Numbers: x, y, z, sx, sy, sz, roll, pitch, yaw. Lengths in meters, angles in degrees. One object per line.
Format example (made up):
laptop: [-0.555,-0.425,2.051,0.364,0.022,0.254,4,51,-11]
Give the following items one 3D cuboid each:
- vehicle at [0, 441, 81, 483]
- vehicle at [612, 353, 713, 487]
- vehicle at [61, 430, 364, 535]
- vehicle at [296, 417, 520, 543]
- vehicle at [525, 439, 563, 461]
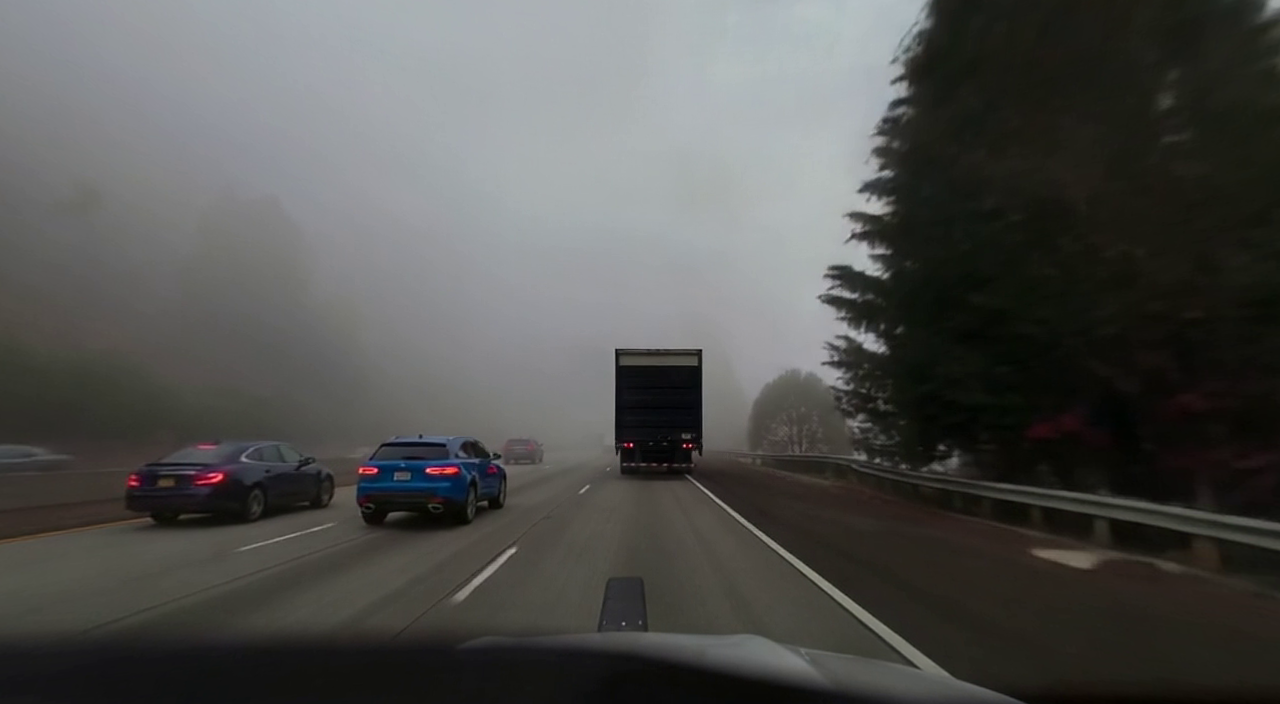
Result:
vehicle: [-24.701,4.239,24.423,1.851,1.560,4.519,0,-8,1]
vehicle: [0.676,2.722,23.462,2.870,3.841,10.653,0,-8,0]
vehicle: [-7.243,2.244,11.557,2.063,1.480,4.842,0,-8,2]
vehicle: [-3.514,2.030,10.611,2.077,1.671,4.249,0,-8,1]
vehicle: [-6.681,6.875,44.435,1.882,1.451,4.416,0,-8,1]
